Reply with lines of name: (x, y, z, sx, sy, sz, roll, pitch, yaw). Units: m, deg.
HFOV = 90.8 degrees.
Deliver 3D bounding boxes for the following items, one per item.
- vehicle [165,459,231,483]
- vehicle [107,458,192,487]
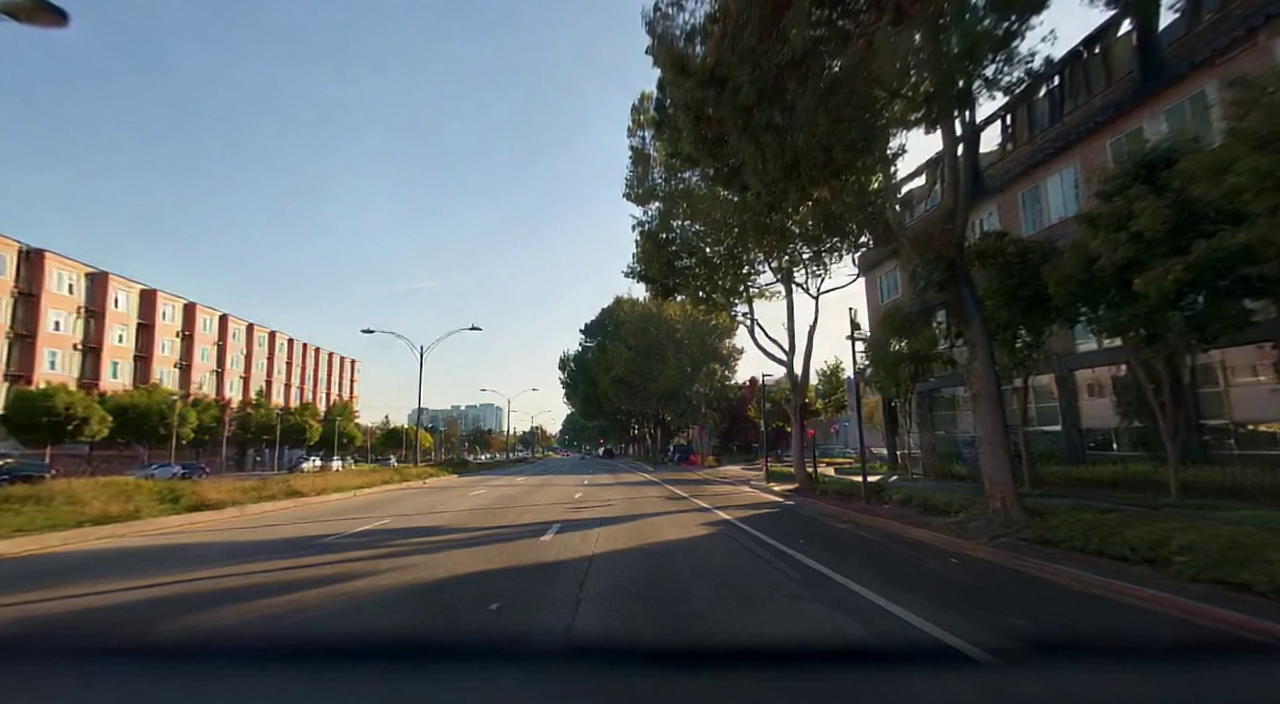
vehicle: (-34.028, 9.156, 48.785, 2.034, 1.618, 4.667, 1, -8, -6)
vehicle: (-33.479, 8.206, 43.326, 2.031, 1.789, 5.081, 1, -8, -5)
